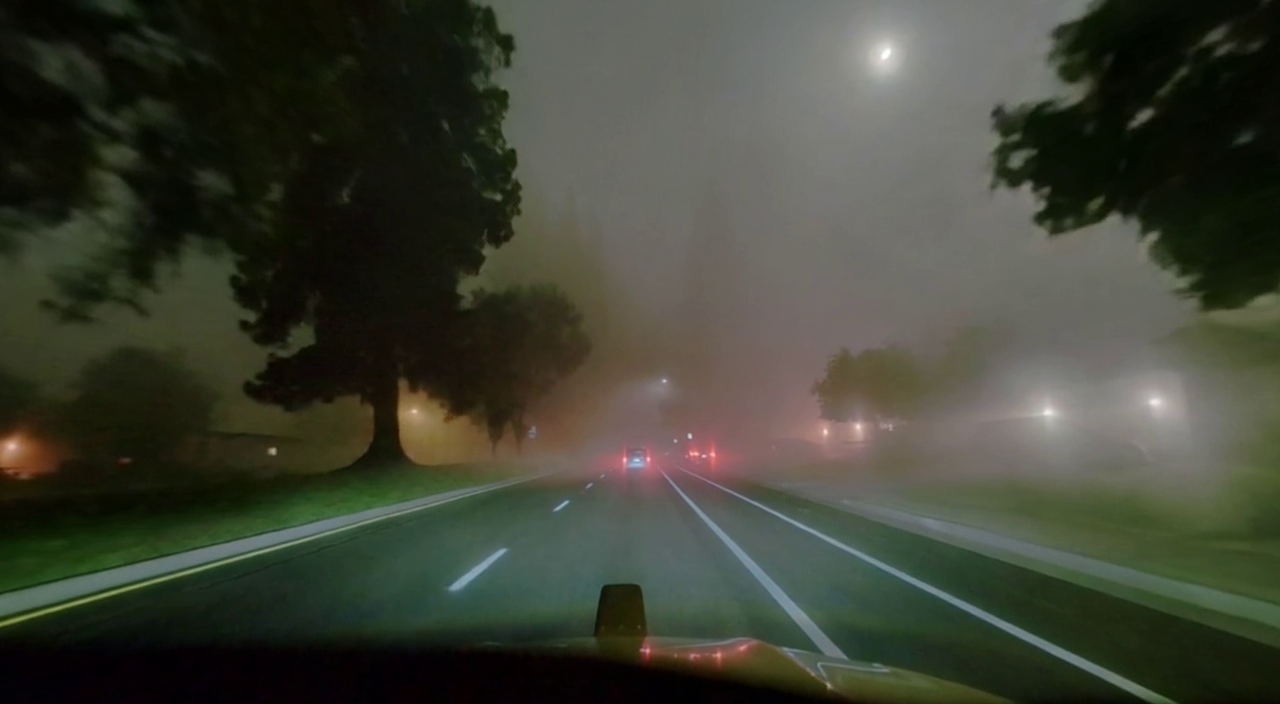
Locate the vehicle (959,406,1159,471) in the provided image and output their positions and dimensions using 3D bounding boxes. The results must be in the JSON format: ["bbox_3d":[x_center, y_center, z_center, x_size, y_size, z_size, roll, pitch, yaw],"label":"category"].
[{"bbox_3d":[13.106,2.738,19.938,4.739,1.918,2.071,0,-9,3],"label":"vehicle"}]

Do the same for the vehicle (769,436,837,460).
[{"bbox_3d":[12.749,7.527,49.197,4.694,1.622,2.067,-2,-7,0],"label":"vehicle"}]

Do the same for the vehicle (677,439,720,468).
[{"bbox_3d":[3.824,6.786,42.096,2.203,1.828,5.336,1,-9,-2],"label":"vehicle"}]

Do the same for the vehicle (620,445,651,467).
[{"bbox_3d":[-0.315,7.323,44.387,2.054,1.456,4.003,0,-8,0],"label":"vehicle"}]
